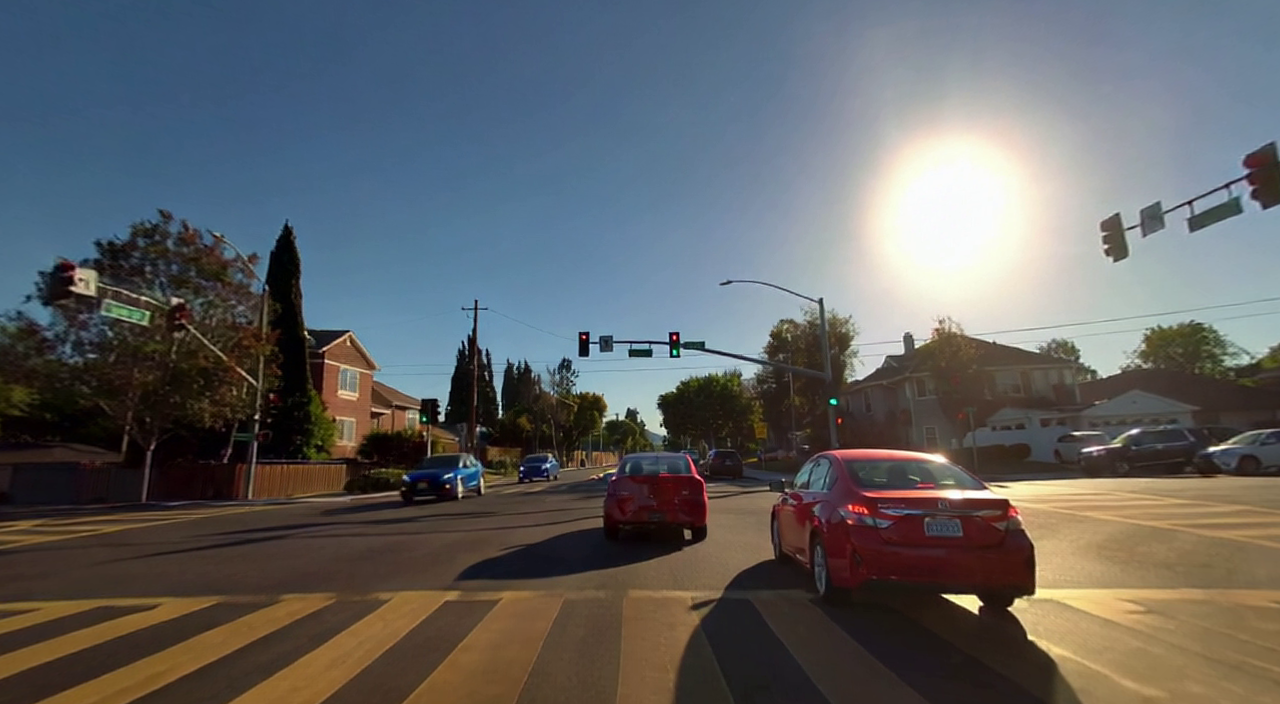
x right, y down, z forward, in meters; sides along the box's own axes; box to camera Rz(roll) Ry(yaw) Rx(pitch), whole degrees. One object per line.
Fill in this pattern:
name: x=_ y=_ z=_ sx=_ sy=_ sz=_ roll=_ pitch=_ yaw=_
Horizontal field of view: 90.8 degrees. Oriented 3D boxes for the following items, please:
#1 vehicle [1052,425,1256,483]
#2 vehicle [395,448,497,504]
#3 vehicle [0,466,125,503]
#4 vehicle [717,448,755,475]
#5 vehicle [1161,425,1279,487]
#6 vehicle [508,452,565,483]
vehicle: x=15.990 y=3.201 z=19.893 sx=4.452 sy=1.711 sz=2.186 roll=0 pitch=-8 yaw=1
vehicle: x=-6.494 y=4.166 z=21.695 sx=1.982 sy=1.686 sz=4.195 roll=-1 pitch=-8 yaw=3
vehicle: x=-30.145 y=6.847 z=32.962 sx=2.106 sy=1.586 sz=5.009 roll=-1 pitch=-8 yaw=5
vehicle: x=6.156 y=7.072 z=40.932 sx=1.891 sy=1.611 sz=4.269 roll=0 pitch=-8 yaw=1
vehicle: x=16.926 y=2.743 z=16.781 sx=4.345 sy=1.517 sz=1.913 roll=0 pitch=-8 yaw=2
vehicle: x=-6.038 y=6.800 z=37.487 sx=2.270 sy=1.605 sz=4.958 roll=-1 pitch=-8 yaw=3
